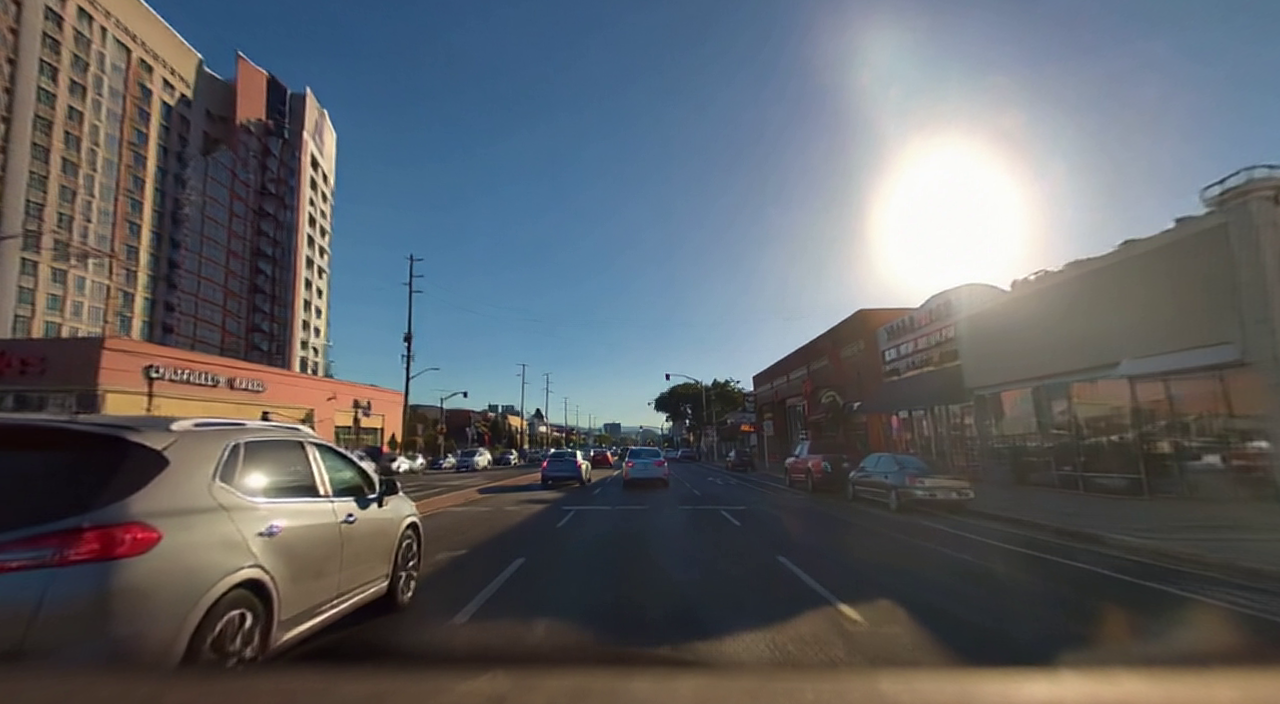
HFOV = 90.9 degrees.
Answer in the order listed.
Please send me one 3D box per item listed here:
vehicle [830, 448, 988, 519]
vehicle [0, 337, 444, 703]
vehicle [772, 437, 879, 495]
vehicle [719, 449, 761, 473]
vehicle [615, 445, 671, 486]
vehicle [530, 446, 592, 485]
[{"bbox_3d":[6.362,3.130,15.576,1.944,1.462,4.406,0,-9,0],"label":"vehicle"},{"bbox_3d":[-2.941,1.064,3.743,2.049,1.646,4.445,0,-9,1],"label":"vehicle"},{"bbox_3d":[6.440,4.022,22.619,2.159,1.817,5.056,0,-9,-2],"label":"vehicle"},{"bbox_3d":[6.801,7.447,43.334,2.014,1.495,4.562,0,-9,-1],"label":"vehicle"},{"bbox_3d":[0.122,4.431,24.968,2.037,1.484,4.073,0,-9,0],"label":"vehicle"},{"bbox_3d":[-3.169,4.658,26.242,1.950,1.450,4.257,0,-9,1],"label":"vehicle"}]
